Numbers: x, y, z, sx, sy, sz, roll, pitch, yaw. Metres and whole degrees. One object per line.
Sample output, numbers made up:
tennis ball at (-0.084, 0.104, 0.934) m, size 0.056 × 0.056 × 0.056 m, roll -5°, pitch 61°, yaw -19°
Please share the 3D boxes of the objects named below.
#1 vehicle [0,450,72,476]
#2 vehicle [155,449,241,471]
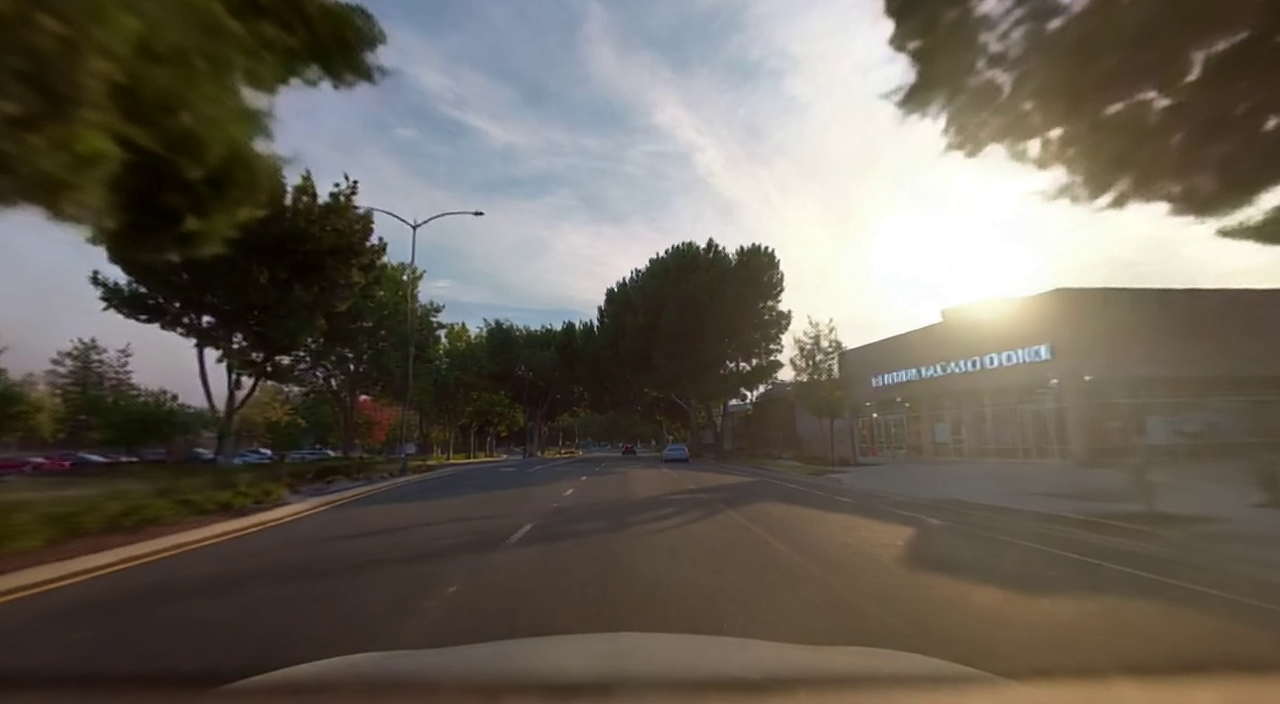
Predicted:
vehicle at (-45.616, 8.221, 46.599) m, size 5.020 × 1.719 × 2.107 m, roll -2°, pitch -8°, yaw -1°
vehicle at (-33.028, 8.075, 47.167) m, size 4.736 × 1.573 × 2.176 m, roll 0°, pitch -8°, yaw -3°
